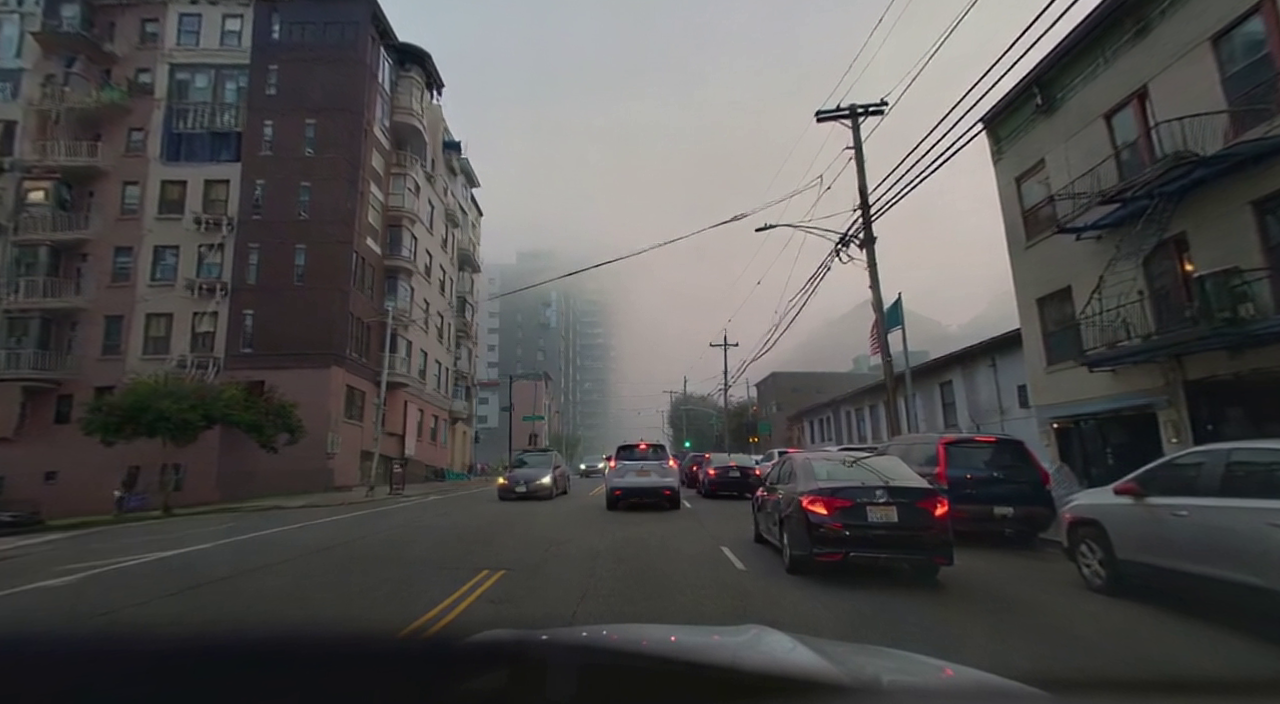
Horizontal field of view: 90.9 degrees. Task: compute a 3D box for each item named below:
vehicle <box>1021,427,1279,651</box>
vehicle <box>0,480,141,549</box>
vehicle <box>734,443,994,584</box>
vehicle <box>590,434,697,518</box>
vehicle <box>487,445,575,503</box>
[{"bbox_3d":[5.533,1.446,5.207,1.931,1.585,4.387,0,-9,-1],"label":"vehicle"},{"bbox_3d":[-17.625,4.849,18.502,4.298,1.440,1.997,-8,-8,-2],"label":"vehicle"},{"bbox_3d":[2.697,2.037,8.924,2.029,1.460,4.451,0,-8,0],"label":"vehicle"},{"bbox_3d":[0.042,2.892,15.240,2.232,1.736,4.036,0,-8,-1],"label":"vehicle"},{"bbox_3d":[-3.486,3.978,21.067,2.112,1.705,4.365,0,-8,1],"label":"vehicle"}]
